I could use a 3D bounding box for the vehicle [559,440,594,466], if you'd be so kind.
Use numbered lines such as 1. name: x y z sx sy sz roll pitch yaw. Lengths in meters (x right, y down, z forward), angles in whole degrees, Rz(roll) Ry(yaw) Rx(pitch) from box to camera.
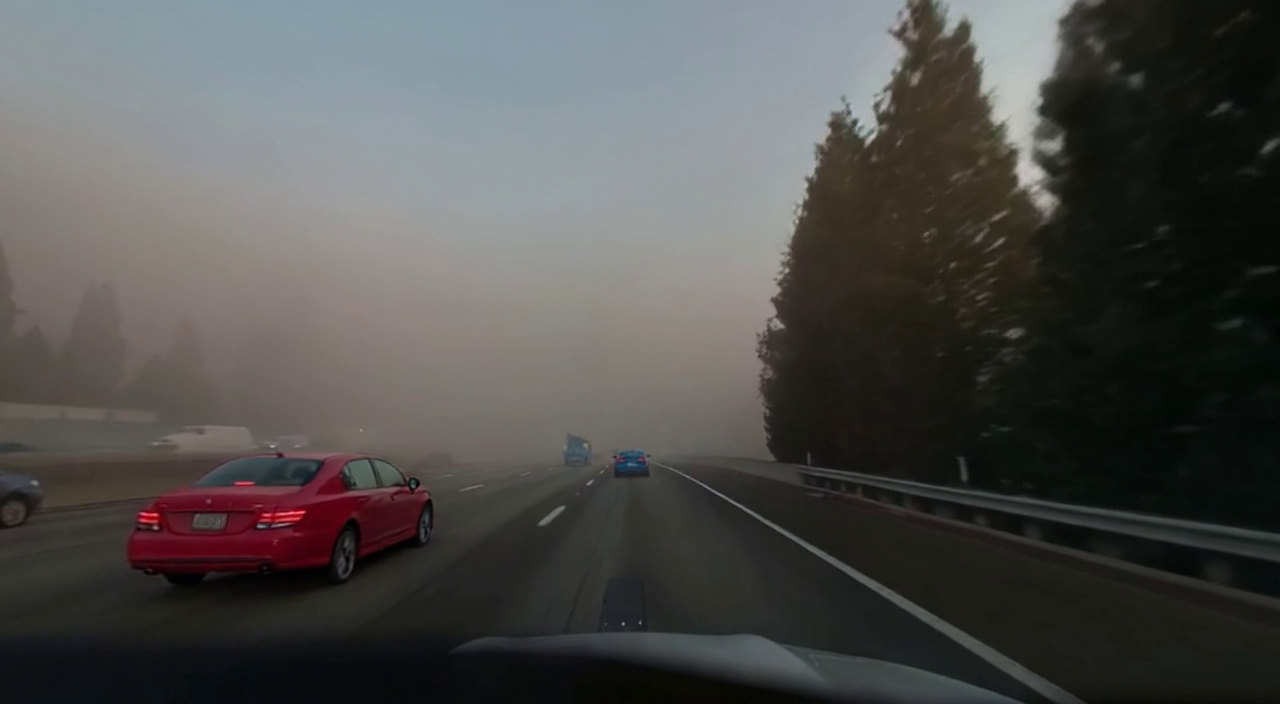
1. vehicle: -4.582 7.365 45.875 2.174 1.806 3.932 0 -9 -1

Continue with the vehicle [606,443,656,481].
1. vehicle: -0.383 4.619 26.659 1.954 1.460 3.983 1 -9 -1

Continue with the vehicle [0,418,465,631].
1. vehicle: -3.620 1.604 6.903 2.035 1.514 4.600 0 -9 0
